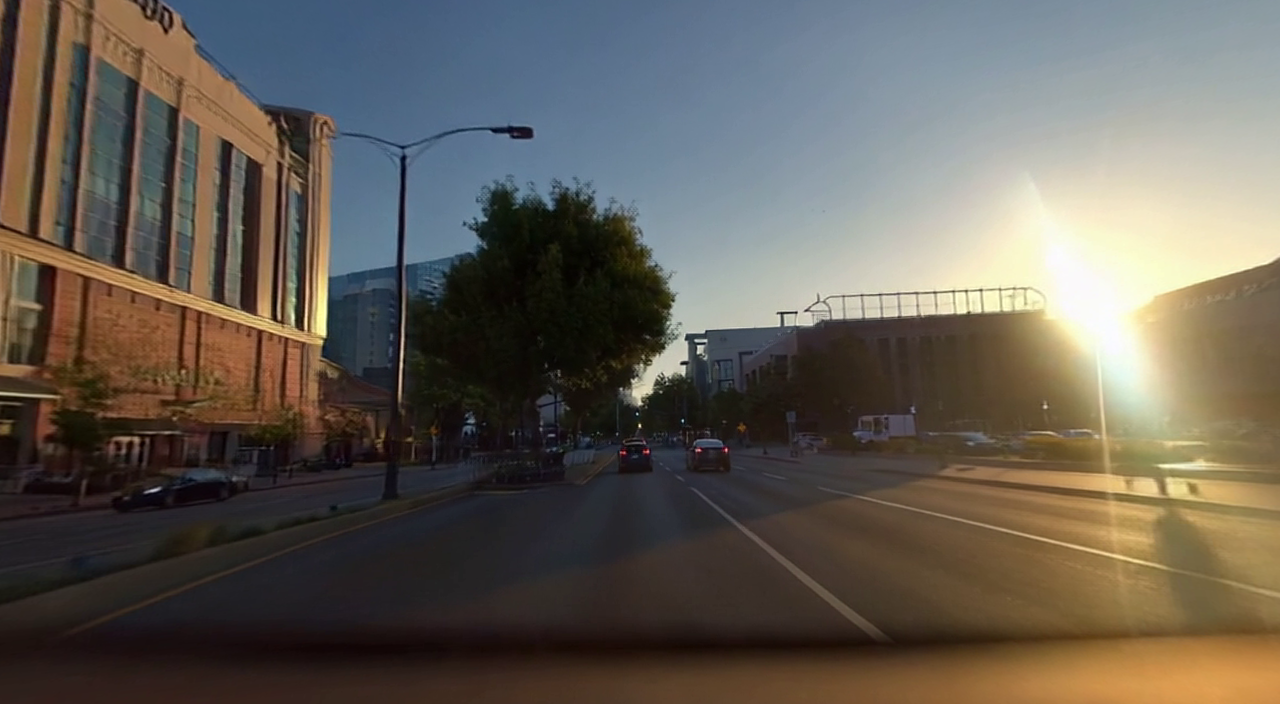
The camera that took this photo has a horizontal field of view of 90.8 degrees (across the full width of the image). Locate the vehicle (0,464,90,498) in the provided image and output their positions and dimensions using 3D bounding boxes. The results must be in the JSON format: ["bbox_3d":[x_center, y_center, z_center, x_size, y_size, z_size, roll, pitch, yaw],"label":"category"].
[{"bbox_3d":[-29.997,6.329,31.125,4.033,1.531,1.789,0,-9,-2],"label":"vehicle"}]

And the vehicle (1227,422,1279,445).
[{"bbox_3d":[44.230,5.726,44.222,1.791,1.569,4.544,0,-9,-1],"label":"vehicle"}]

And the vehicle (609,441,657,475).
[{"bbox_3d":[-0.354,5.010,30.130,2.110,1.476,4.294,0,-9,-1],"label":"vehicle"}]

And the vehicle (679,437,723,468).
[{"bbox_3d":[3.508,5.846,36.949,2.100,1.683,4.231,0,-9,-1],"label":"vehicle"}]
